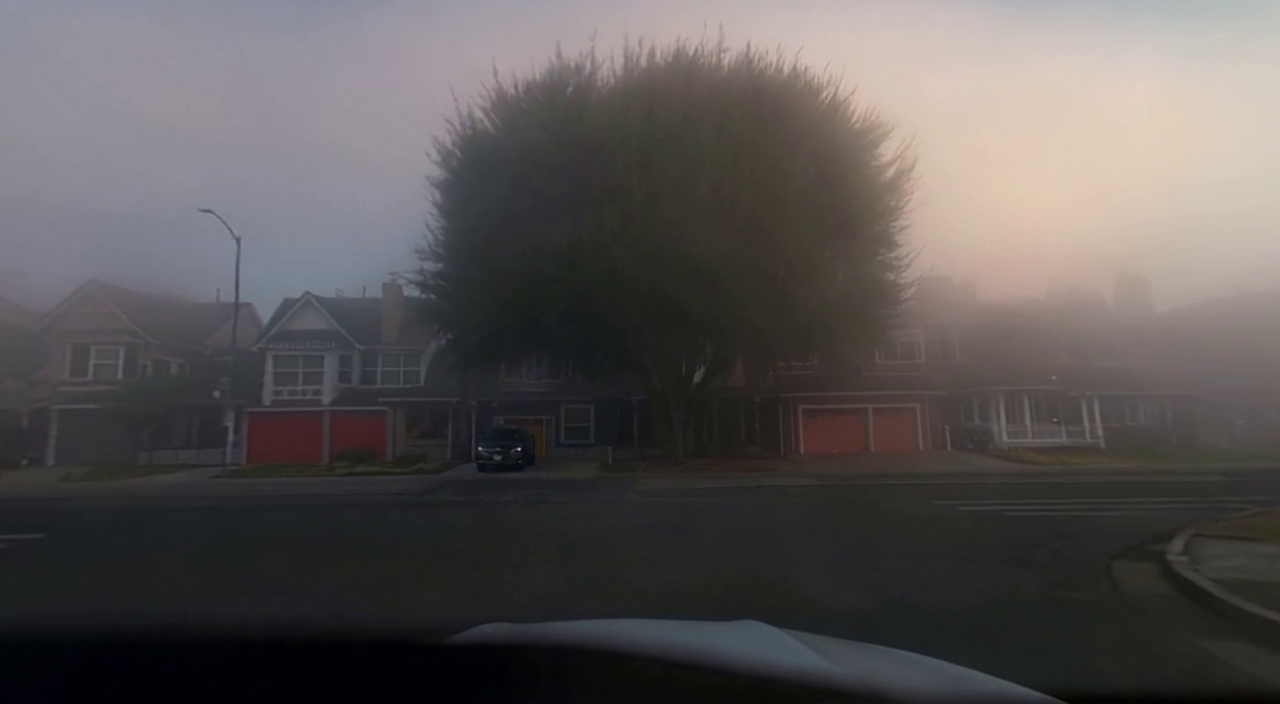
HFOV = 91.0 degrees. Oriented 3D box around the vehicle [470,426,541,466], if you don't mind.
[{"bbox_3d":[-5.419,3.876,26.006,1.968,1.491,4.486,0,-8,0],"label":"vehicle"}]
